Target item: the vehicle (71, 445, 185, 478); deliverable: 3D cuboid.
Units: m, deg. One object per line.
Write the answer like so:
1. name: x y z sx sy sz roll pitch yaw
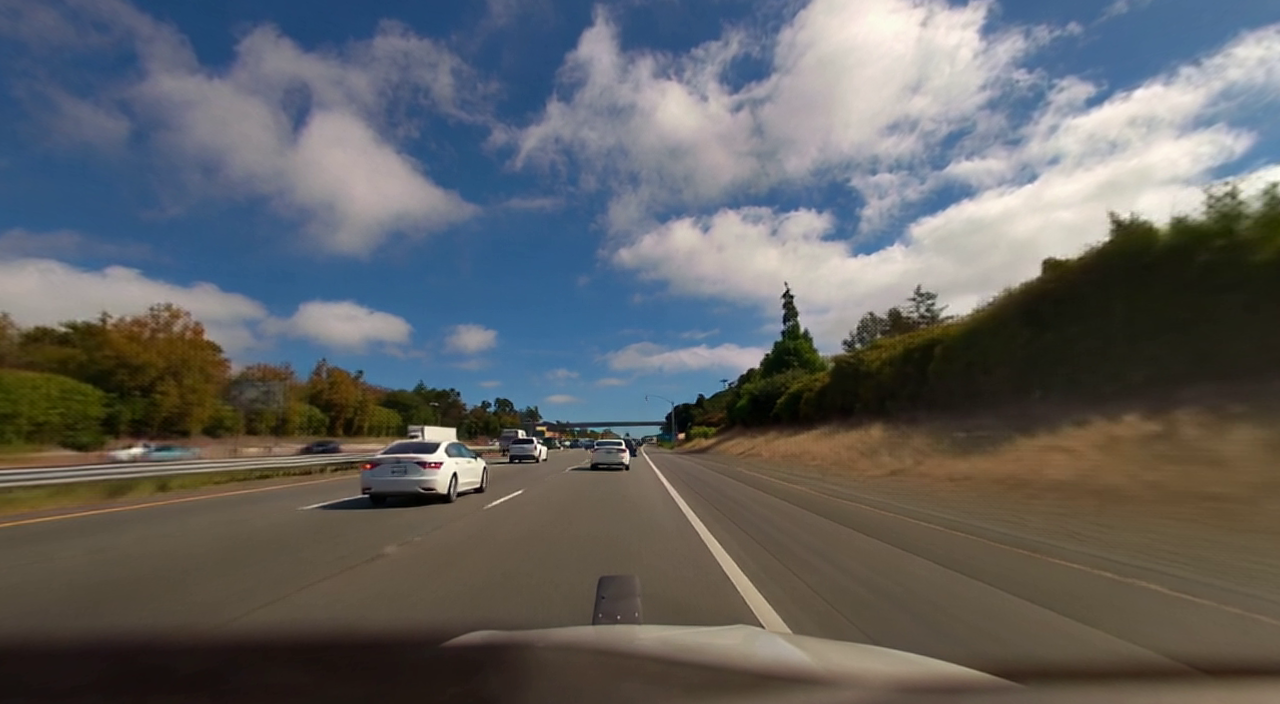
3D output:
1. vehicle: -25.655 5.473 31.757 1.873 1.491 4.688 0 -8 -1

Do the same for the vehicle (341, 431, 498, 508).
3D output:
1. vehicle: -4.764 2.569 14.352 1.971 1.464 4.386 0 -8 0

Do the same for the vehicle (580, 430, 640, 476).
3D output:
1. vehicle: -1.122 3.898 24.595 2.178 1.658 3.916 0 -8 -1

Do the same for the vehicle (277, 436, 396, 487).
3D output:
1. vehicle: -9.521 3.431 20.129 1.850 1.439 3.932 0 -8 0

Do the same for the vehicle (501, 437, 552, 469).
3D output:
1. vehicle: -5.565 4.952 31.145 1.835 1.432 3.835 0 -8 0
